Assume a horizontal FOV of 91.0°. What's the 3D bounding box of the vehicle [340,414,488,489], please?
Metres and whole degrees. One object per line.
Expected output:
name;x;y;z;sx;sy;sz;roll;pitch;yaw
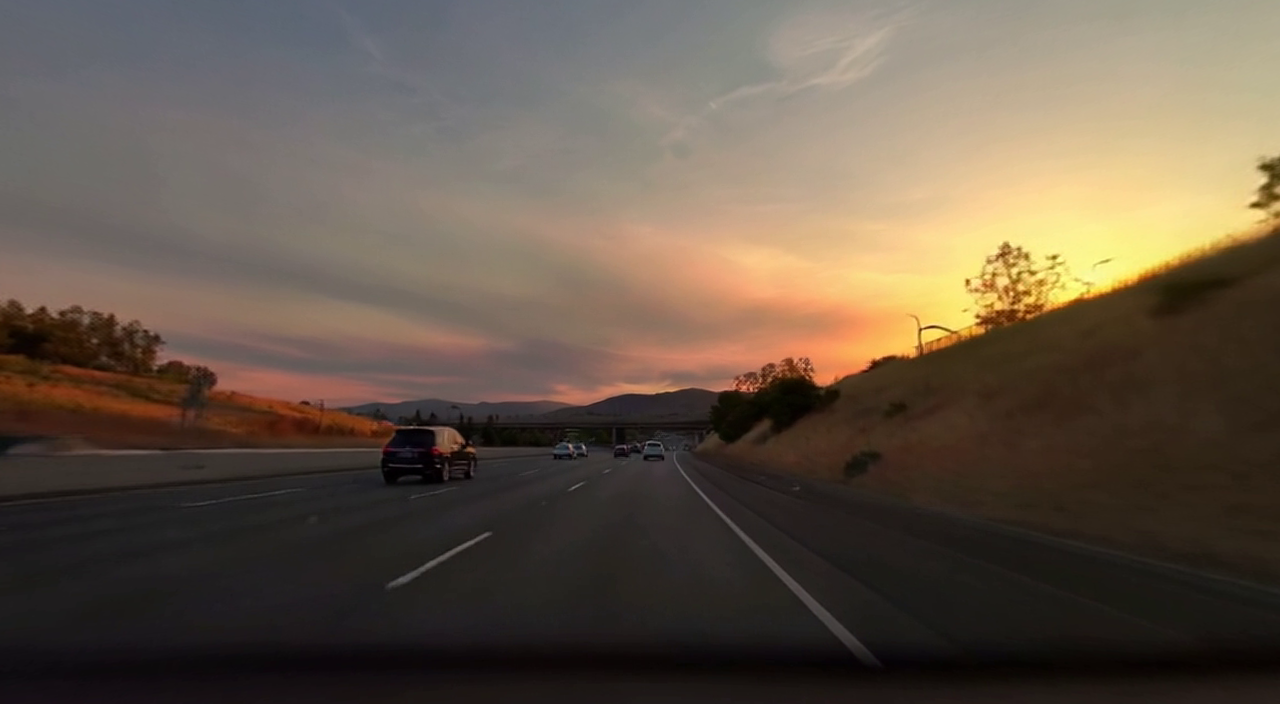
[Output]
vehicle;-6.792;3.103;19.856;2.438;1.967;5.596;0;-8;1

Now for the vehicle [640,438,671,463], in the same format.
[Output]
vehicle;1.143;7.334;47.021;2.141;1.706;4.065;0;-8;1
